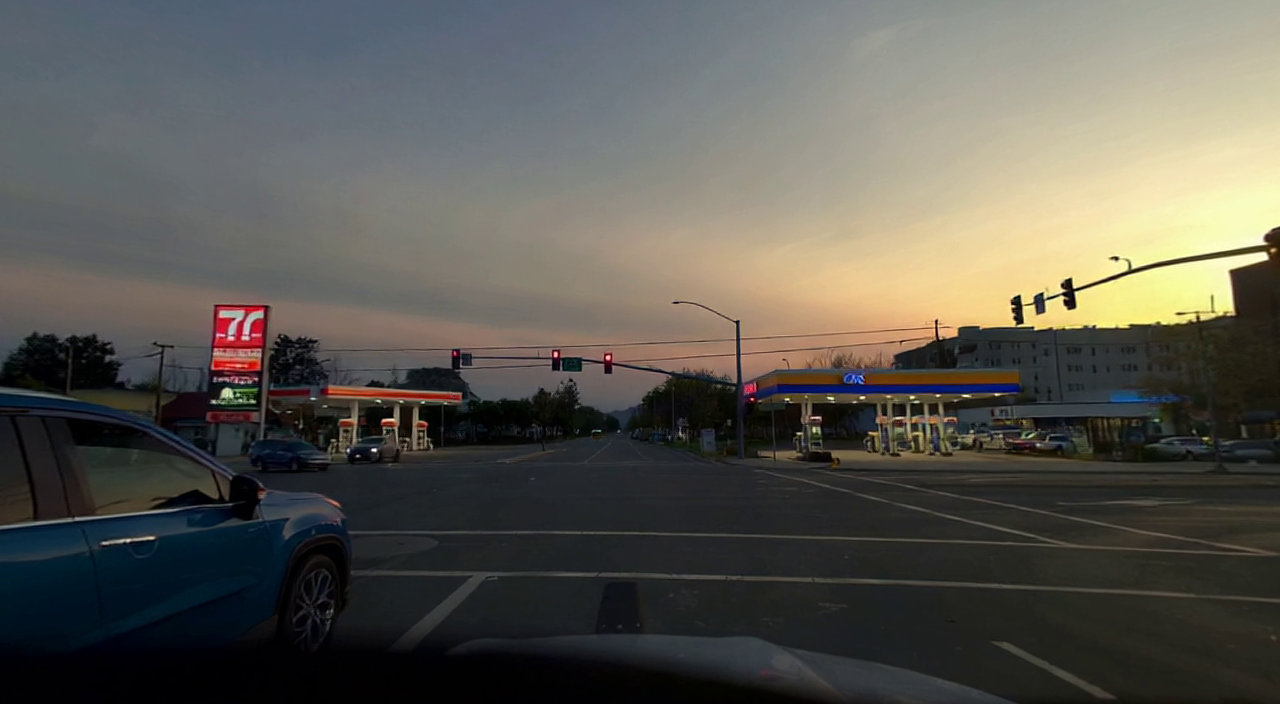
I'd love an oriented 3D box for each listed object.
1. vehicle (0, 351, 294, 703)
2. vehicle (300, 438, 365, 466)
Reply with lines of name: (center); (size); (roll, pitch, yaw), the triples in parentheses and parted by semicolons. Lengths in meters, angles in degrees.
vehicle: (-3.421, 0.803, 2.046); (2.053, 1.690, 4.364); (0, -9, 1)
vehicle: (-20.459, 6.679, 42.144); (2.004, 1.699, 4.486); (0, -9, 1)
